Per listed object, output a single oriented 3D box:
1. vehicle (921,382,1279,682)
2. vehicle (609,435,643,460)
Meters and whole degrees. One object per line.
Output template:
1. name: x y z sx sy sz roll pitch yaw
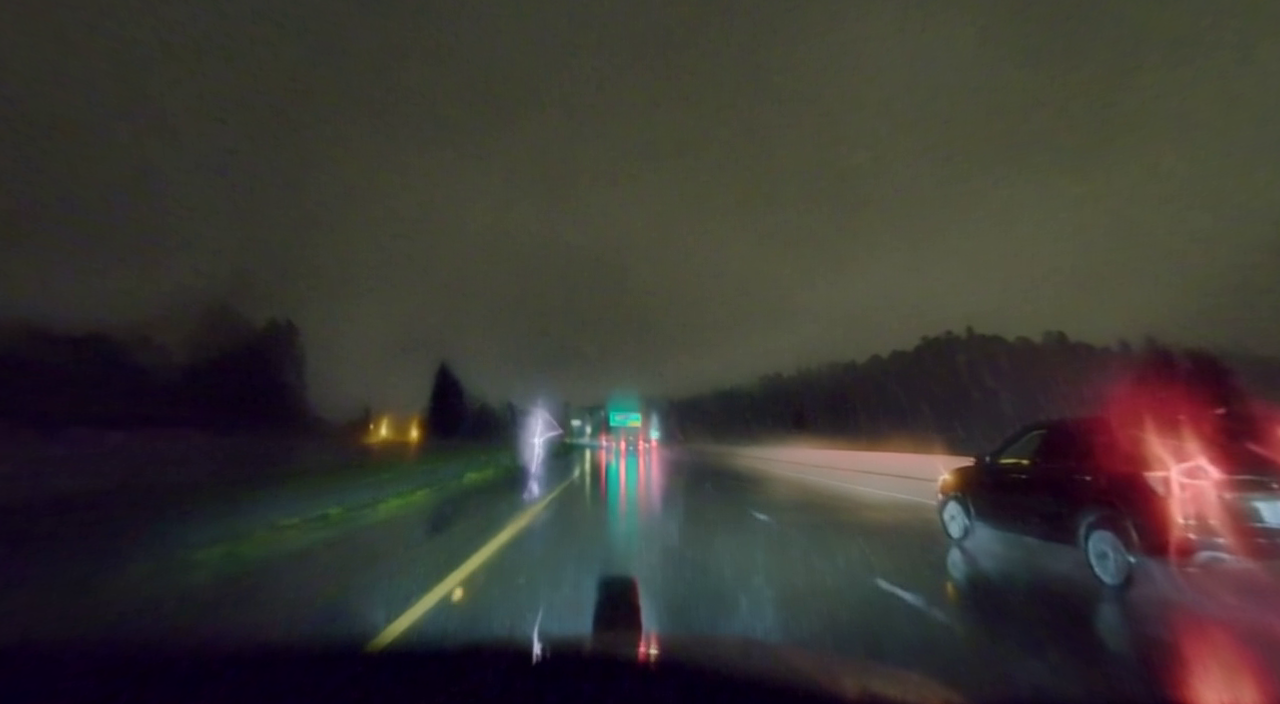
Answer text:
1. vehicle: 4.091 1.166 5.098 1.852 1.513 3.652 0 -8 -1
2. vehicle: -0.921 5.947 39.343 1.998 1.512 3.735 0 -8 -3
